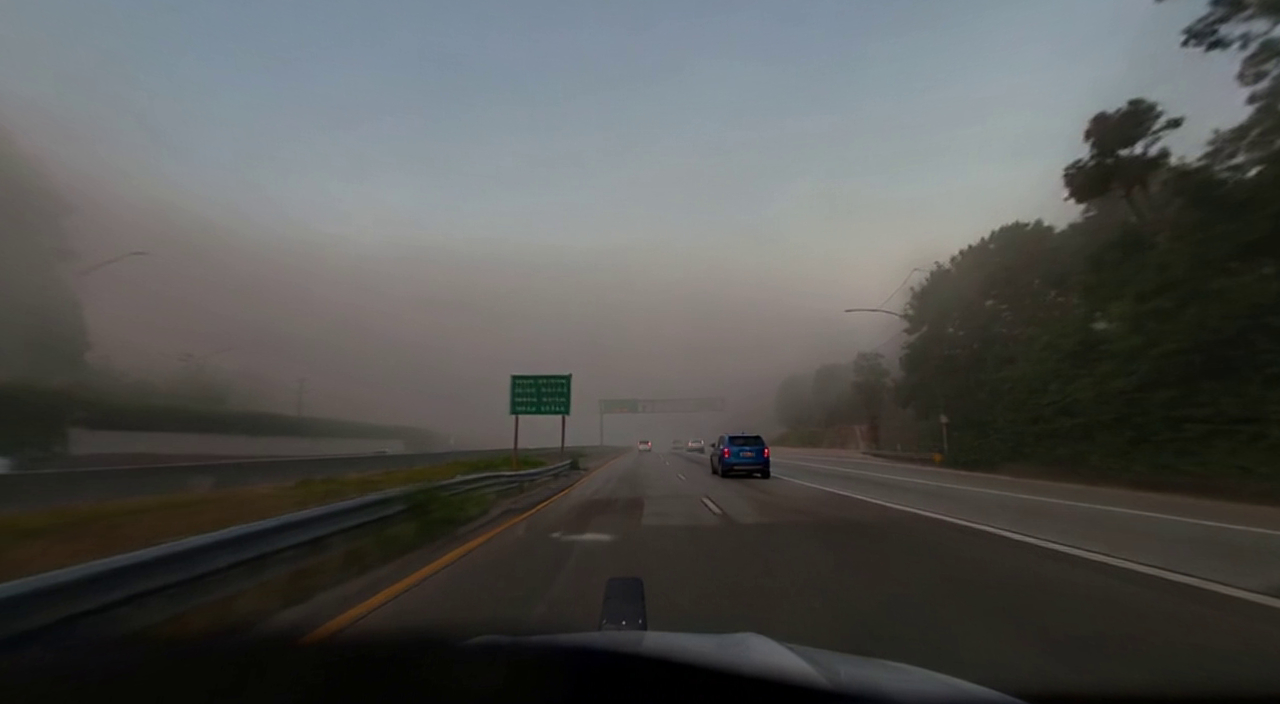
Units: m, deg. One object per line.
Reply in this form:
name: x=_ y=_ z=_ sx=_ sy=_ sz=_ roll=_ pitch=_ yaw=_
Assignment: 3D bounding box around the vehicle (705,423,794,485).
vehicle: x=3.469 y=3.330 z=20.886 sx=2.120 sy=1.832 sz=4.287 roll=0 pitch=-8 yaw=-1
